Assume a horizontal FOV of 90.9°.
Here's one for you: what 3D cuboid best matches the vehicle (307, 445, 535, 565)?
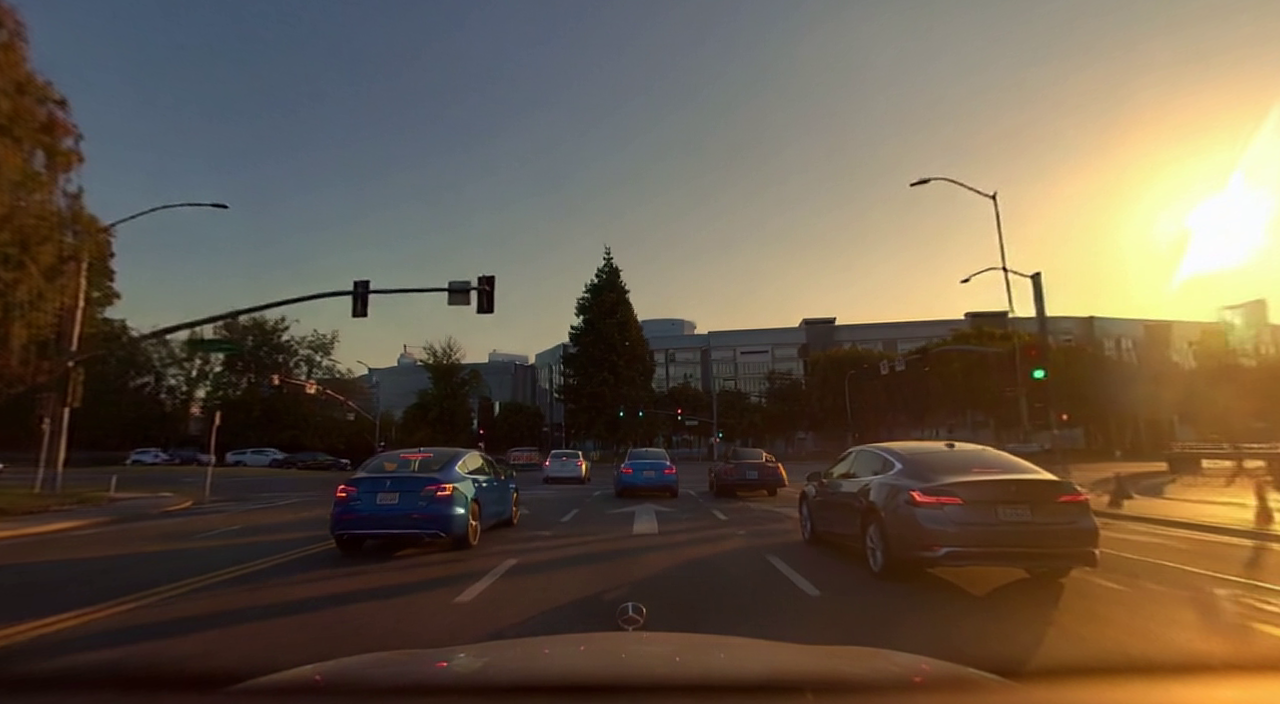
[{"bbox_3d":[-3.122,2.256,10.164,2.015,1.478,4.407,-1,-8,1],"label":"vehicle"}]

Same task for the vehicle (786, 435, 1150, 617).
[{"bbox_3d":[3.342,1.836,7.748,1.951,1.522,4.614,0,-8,0],"label":"vehicle"}]

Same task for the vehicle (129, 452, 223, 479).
[{"bbox_3d":[-30.275,7.383,41.201,4.427,1.629,2.213,-1,-9,2],"label":"vehicle"}]

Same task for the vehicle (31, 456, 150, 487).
[{"bbox_3d":[-29.694,6.457,34.149,4.551,1.533,2.070,-1,-8,1],"label":"vehicle"}]

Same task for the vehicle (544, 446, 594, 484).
[{"bbox_3d":[-3.205,5.052,28.515,2.089,1.537,4.073,1,-9,-6],"label":"vehicle"}]

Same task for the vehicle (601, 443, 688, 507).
[{"bbox_3d":[0.062,3.396,17.851,2.144,1.563,4.218,0,-9,-1],"label":"vehicle"}]

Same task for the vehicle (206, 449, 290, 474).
[{"bbox_3d":[-29.162,8.126,46.989,4.916,1.793,2.082,-1,-9,3],"label":"vehicle"}]

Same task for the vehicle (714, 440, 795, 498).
[{"bbox_3d":[3.703,3.849,21.112,1.938,1.732,4.006,0,-9,0],"label":"vehicle"}]

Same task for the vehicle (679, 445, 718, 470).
[{"bbox_3d":[4.015,7.309,44.015,2.138,1.624,4.417,0,-9,-1],"label":"vehicle"}]
